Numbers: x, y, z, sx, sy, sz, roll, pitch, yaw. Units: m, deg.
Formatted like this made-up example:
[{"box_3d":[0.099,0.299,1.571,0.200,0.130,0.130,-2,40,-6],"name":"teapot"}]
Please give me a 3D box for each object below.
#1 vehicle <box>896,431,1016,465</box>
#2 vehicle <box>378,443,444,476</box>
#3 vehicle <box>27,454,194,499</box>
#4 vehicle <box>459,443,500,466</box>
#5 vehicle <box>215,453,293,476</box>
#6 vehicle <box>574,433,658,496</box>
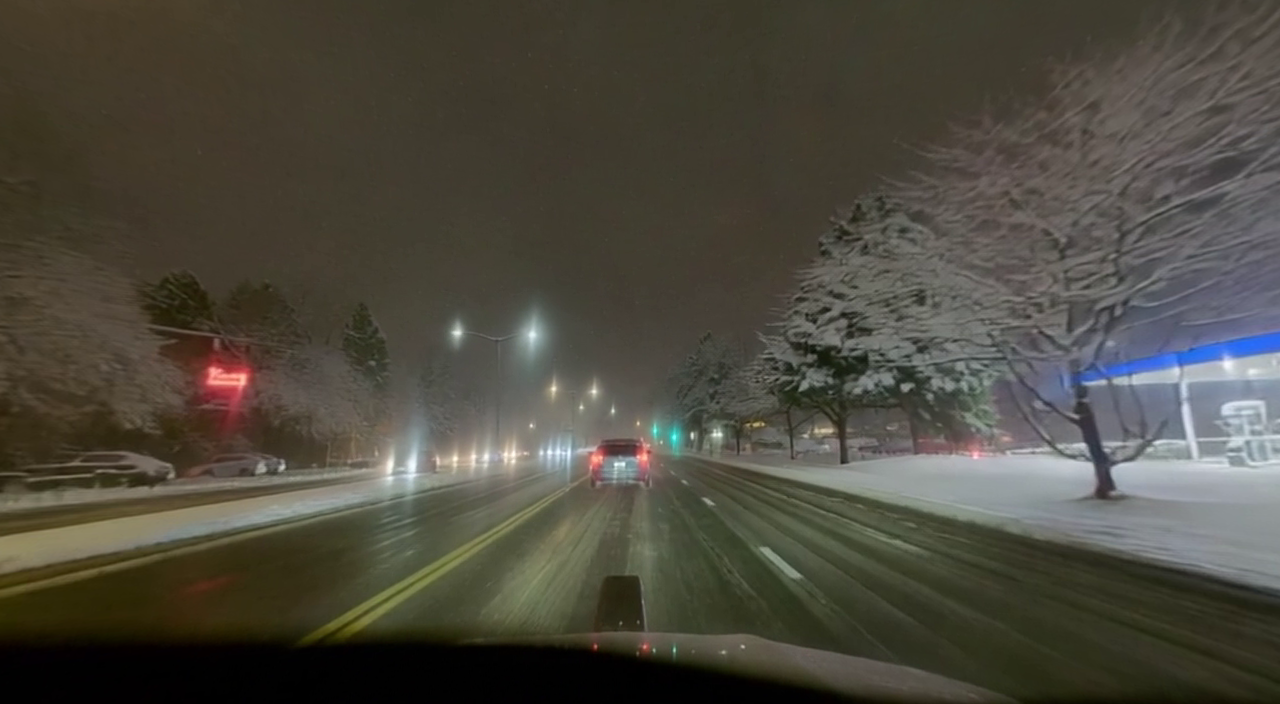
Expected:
[{"box_3d":[15.475,4.730,31.048,4.812,1.549,2.015,0,-8,0],"name":"vehicle"},{"box_3d":[-12.700,5.956,35.199,1.943,1.668,4.331,0,-9,1],"name":"vehicle"},{"box_3d":[-23.975,5.593,28.832,2.053,1.738,5.352,-4,-9,25],"name":"vehicle"},{"box_3d":[-12.445,7.963,49.005,1.956,1.697,4.380,0,-8,1],"name":"vehicle"},{"box_3d":[-30.542,8.886,49.925,2.099,1.565,4.767,-6,-10,35],"name":"vehicle"},{"box_3d":[-0.595,3.092,17.643,2.062,1.519,4.214,1,-8,0],"name":"vehicle"}]
